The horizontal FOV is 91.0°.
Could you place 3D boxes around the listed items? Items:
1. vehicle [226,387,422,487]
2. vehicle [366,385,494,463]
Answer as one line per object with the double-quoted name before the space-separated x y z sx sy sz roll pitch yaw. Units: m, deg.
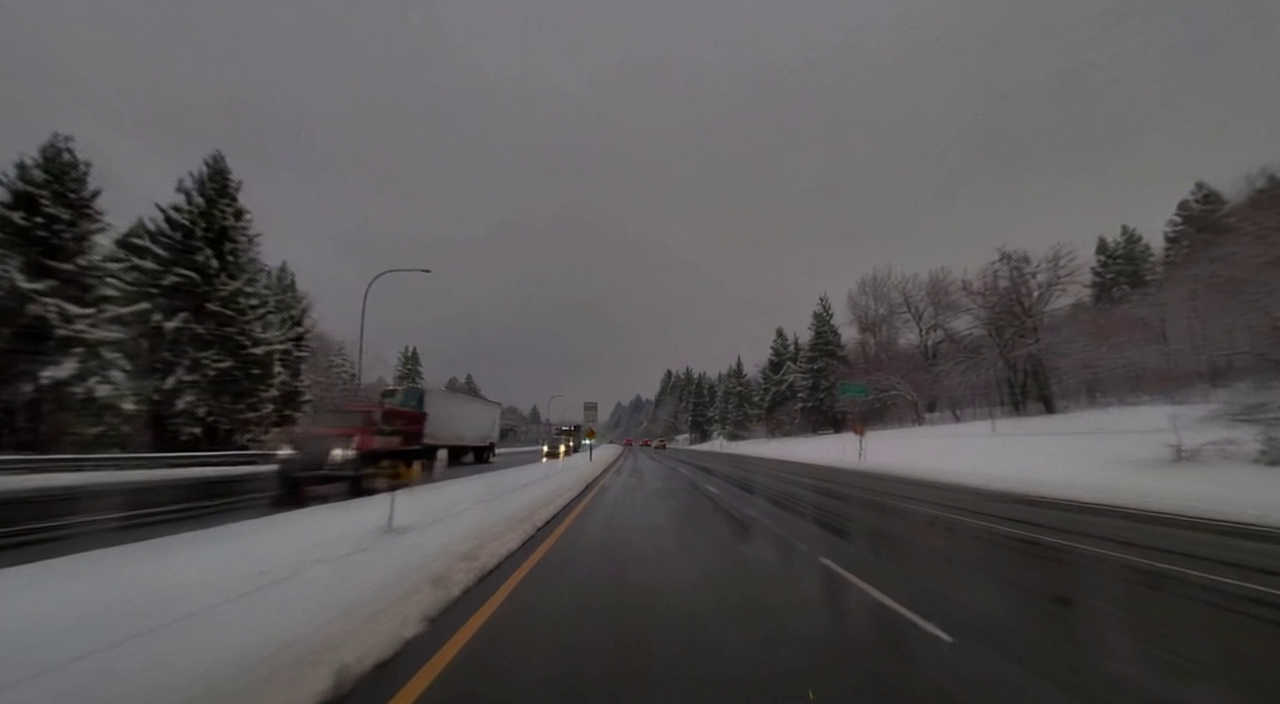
"vehicle" -8.362 2.391 17.573 2.314 2.316 5.813 0 -8 1
"vehicle" -11.726 4.437 37.237 3.077 3.738 13.263 0 -8 0
